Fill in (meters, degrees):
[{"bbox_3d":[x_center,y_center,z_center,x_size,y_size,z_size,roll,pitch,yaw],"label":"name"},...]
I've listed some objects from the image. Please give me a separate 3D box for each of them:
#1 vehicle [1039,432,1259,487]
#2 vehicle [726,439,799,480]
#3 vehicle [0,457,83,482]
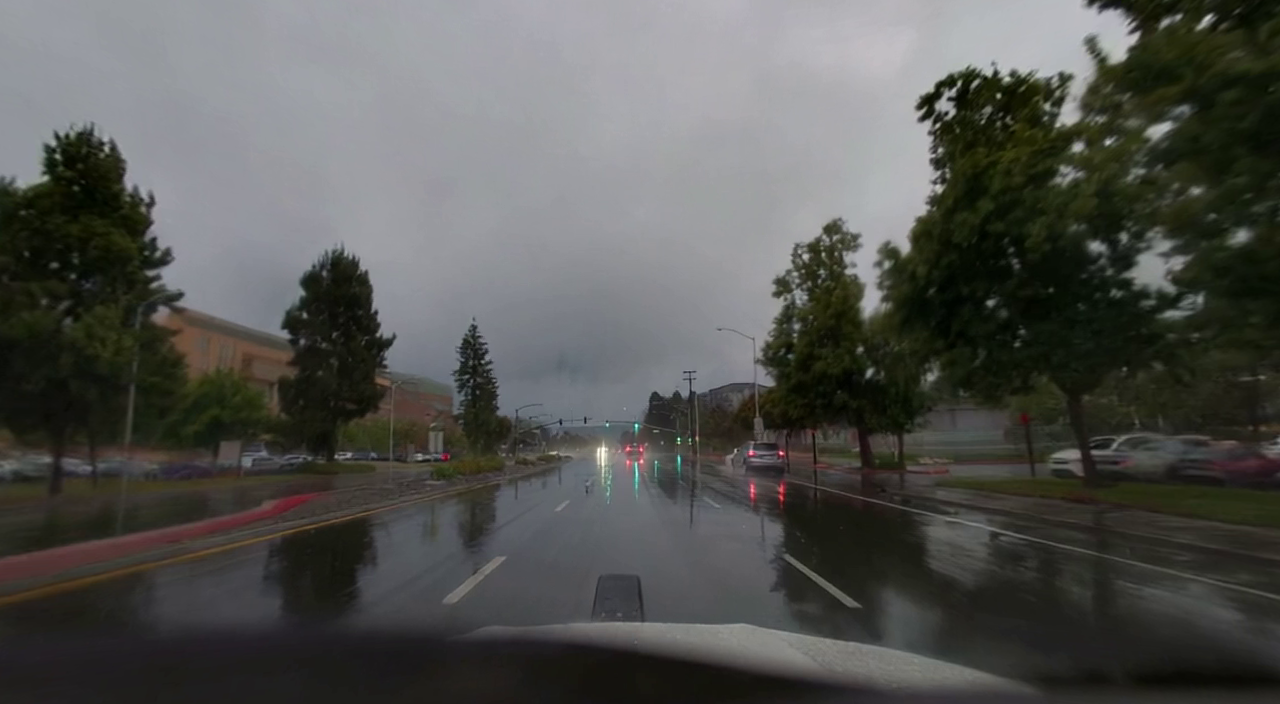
[{"bbox_3d":[15.270,3.241,19.188,4.859,1.563,1.952,0,-8,2],"label":"vehicle"},{"bbox_3d":[5.737,5.095,30.292,2.295,1.804,4.971,0,-8,-3],"label":"vehicle"},{"bbox_3d":[-44.786,8.712,46.891,1.878,1.527,4.758,-6,-8,22],"label":"vehicle"}]
